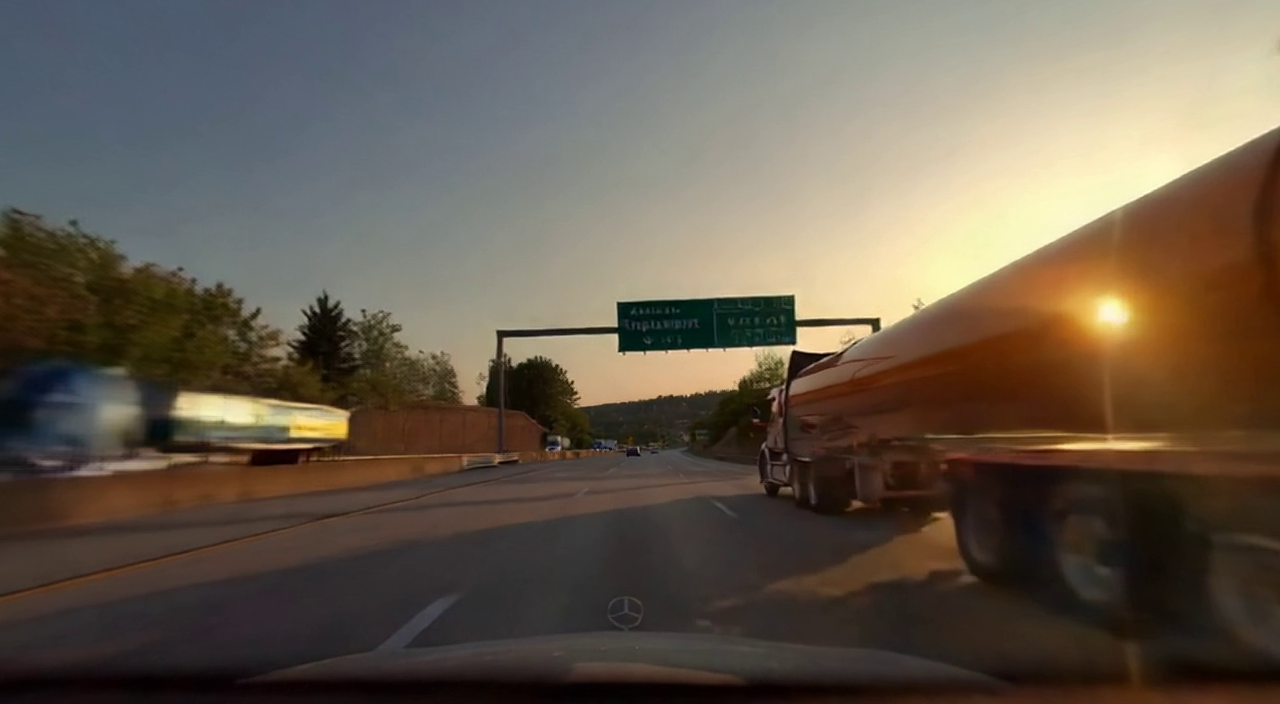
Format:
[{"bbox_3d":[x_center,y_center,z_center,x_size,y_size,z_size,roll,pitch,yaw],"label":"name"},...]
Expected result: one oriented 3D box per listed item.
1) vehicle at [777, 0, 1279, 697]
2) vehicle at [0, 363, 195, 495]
[{"bbox_3d":[4.353,0.012,6.118,2.784,4.080,13.516,-2,-9,-1],"label":"vehicle"},{"bbox_3d":[-19.007,2.715,21.553,2.983,3.887,5.918,0,-9,0],"label":"vehicle"}]
